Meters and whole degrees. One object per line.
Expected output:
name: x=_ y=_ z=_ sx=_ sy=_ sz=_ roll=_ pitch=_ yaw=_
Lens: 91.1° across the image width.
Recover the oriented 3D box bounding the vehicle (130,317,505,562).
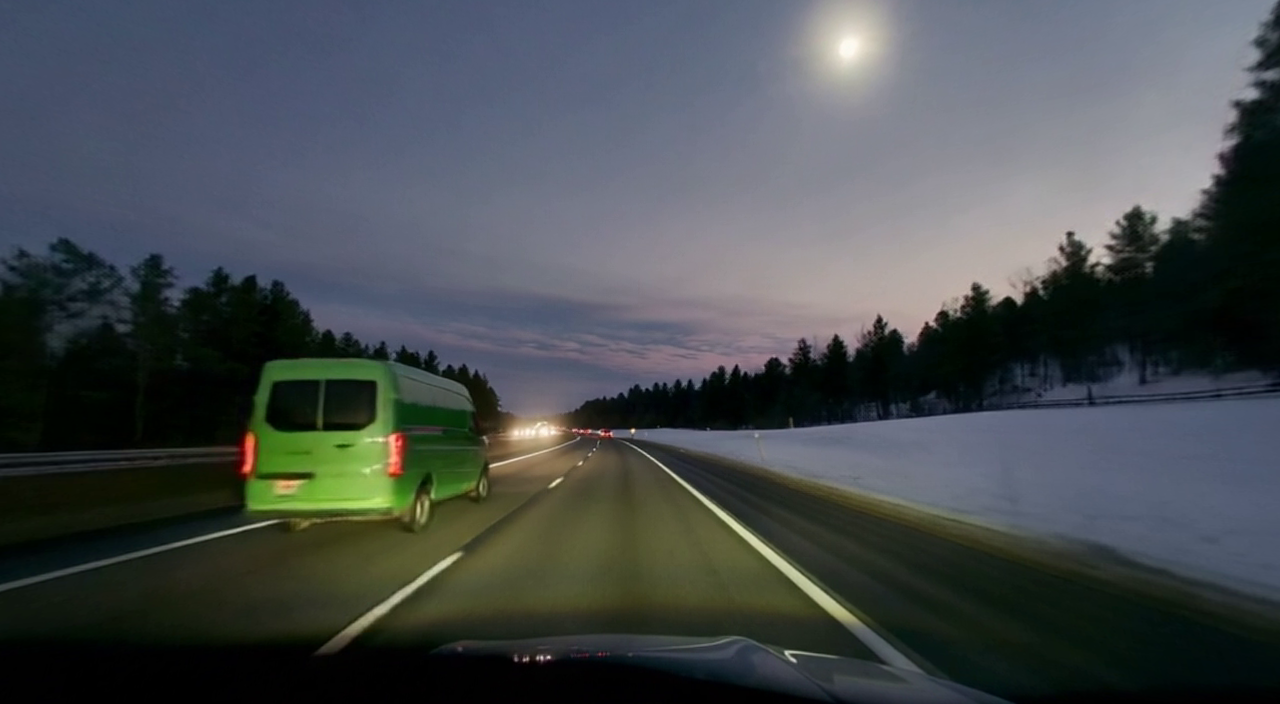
vehicle: x=-3.864 y=1.236 z=9.205 sx=2.561 sy=2.509 sz=5.465 roll=0 pitch=-8 yaw=0
